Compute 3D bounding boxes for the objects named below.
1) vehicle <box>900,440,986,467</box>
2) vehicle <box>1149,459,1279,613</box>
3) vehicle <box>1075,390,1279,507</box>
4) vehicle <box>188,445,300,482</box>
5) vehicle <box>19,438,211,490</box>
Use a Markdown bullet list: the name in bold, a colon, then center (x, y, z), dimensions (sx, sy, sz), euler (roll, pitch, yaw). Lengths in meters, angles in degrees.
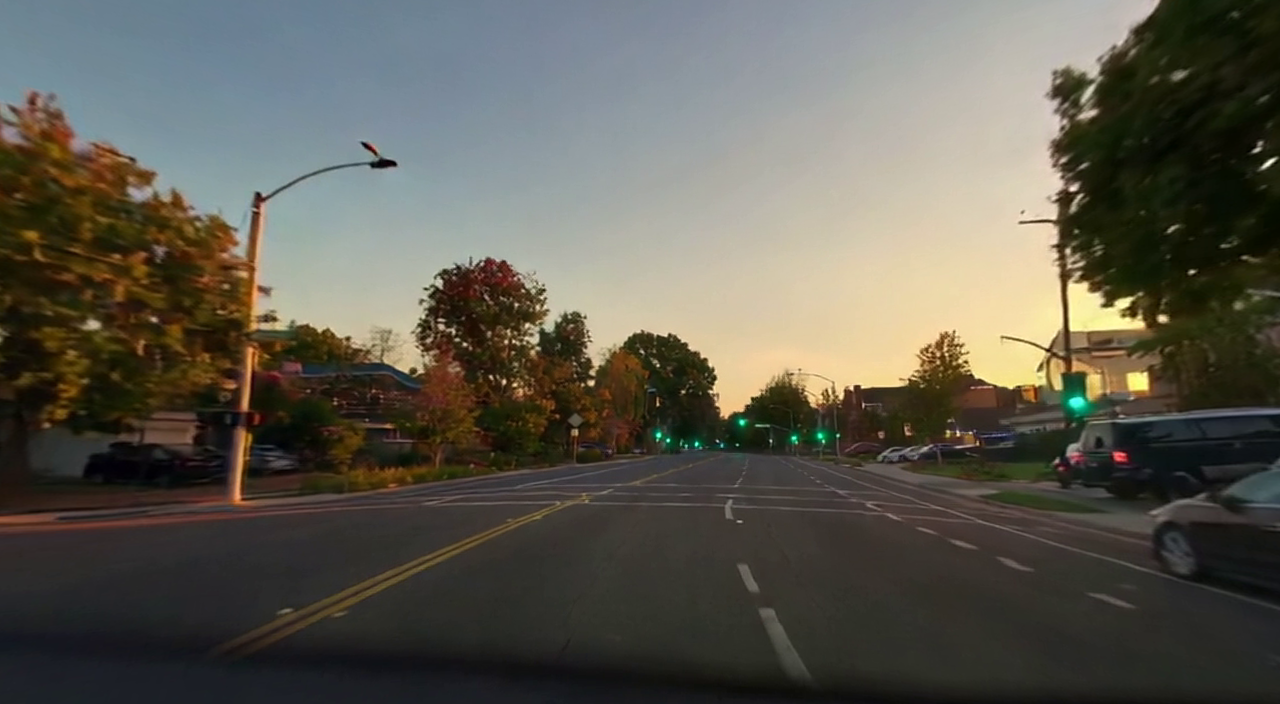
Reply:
- **vehicle**: center (21.041, 7.081, 44.098), dimensions (4.854, 1.803, 2.179), euler (-1, -9, 5)
- **vehicle**: center (7.445, 1.813, 5.701), dimensions (1.999, 1.518, 4.609), euler (3, -9, 2)
- **vehicle**: center (15.197, 2.565, 16.832), dimensions (5.083, 2.829, 2.600), euler (-2, -9, 10)
- **vehicle**: center (-17.793, 5.005, 28.618), dimensions (1.786, 1.500, 4.021), euler (-3, -9, 15)
- **vehicle**: center (-19.327, 4.161, 23.483), dimensions (2.076, 1.703, 5.095), euler (-8, -13, 42)
